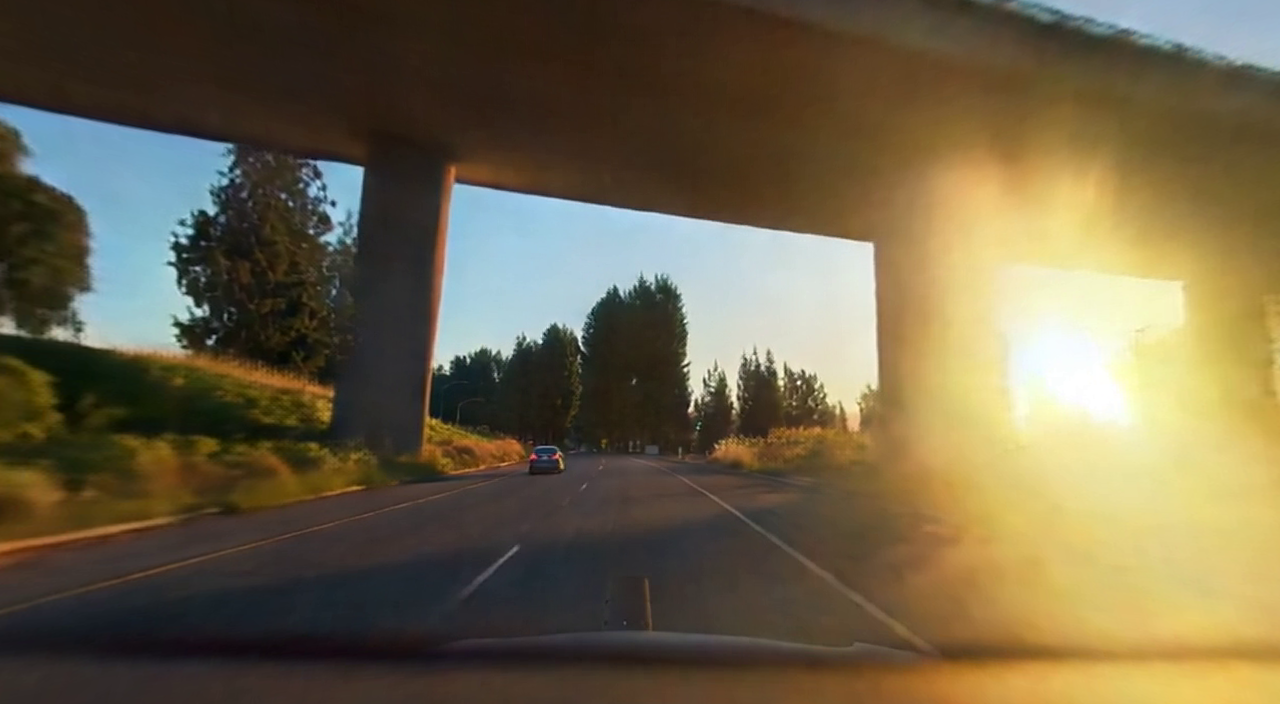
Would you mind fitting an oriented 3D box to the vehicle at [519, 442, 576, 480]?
[{"bbox_3d":[-3.943,4.715,27.617,1.968,1.503,4.443,0,-8,-1],"label":"vehicle"}]
